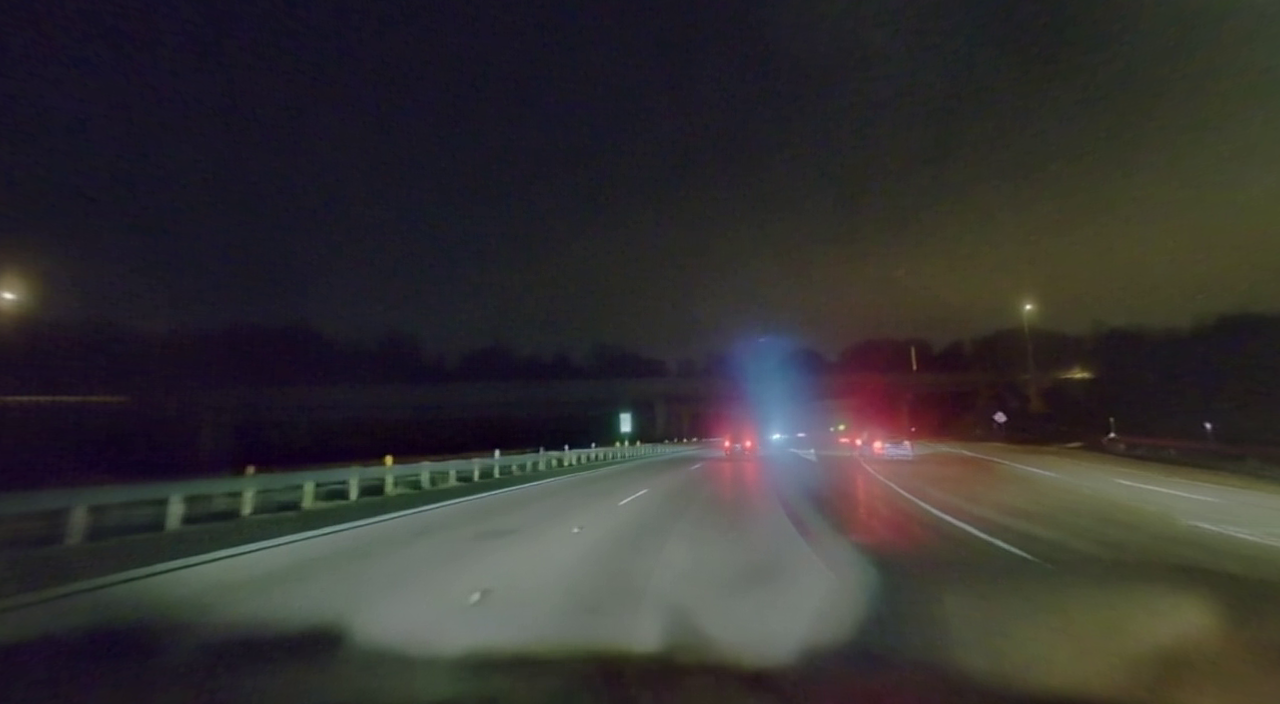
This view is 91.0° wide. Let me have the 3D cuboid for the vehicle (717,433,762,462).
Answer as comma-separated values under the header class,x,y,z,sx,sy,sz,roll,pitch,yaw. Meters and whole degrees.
class,x,y,z,sx,sy,sz,roll,pitch,yaw
vehicle,5.332,5.045,33.309,2.028,1.440,3.970,-2,-9,13
